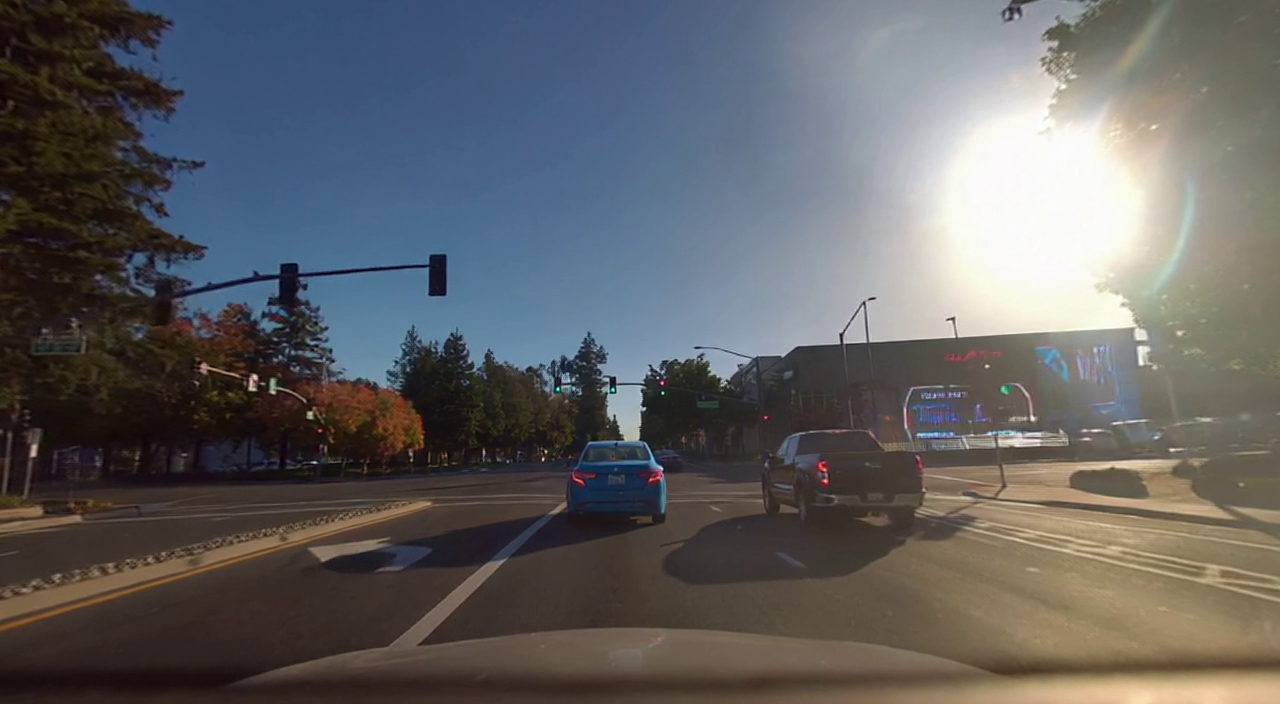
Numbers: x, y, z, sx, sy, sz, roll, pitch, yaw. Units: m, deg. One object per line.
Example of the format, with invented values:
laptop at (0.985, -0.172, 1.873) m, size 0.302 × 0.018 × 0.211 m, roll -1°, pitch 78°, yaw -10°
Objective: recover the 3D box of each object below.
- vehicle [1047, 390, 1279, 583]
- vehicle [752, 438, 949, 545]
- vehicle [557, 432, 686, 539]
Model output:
vehicle at (7.547, 1.436, 6.940) m, size 2.240 × 1.923 × 5.678 m, roll 0°, pitch -8°, yaw -1°
vehicle at (3.530, 2.400, 11.678) m, size 1.955 × 1.550 × 4.587 m, roll 0°, pitch -8°, yaw -1°
vehicle at (-0.316, 2.393, 11.943) m, size 2.037 × 1.674 × 3.693 m, roll 0°, pitch -8°, yaw -1°
